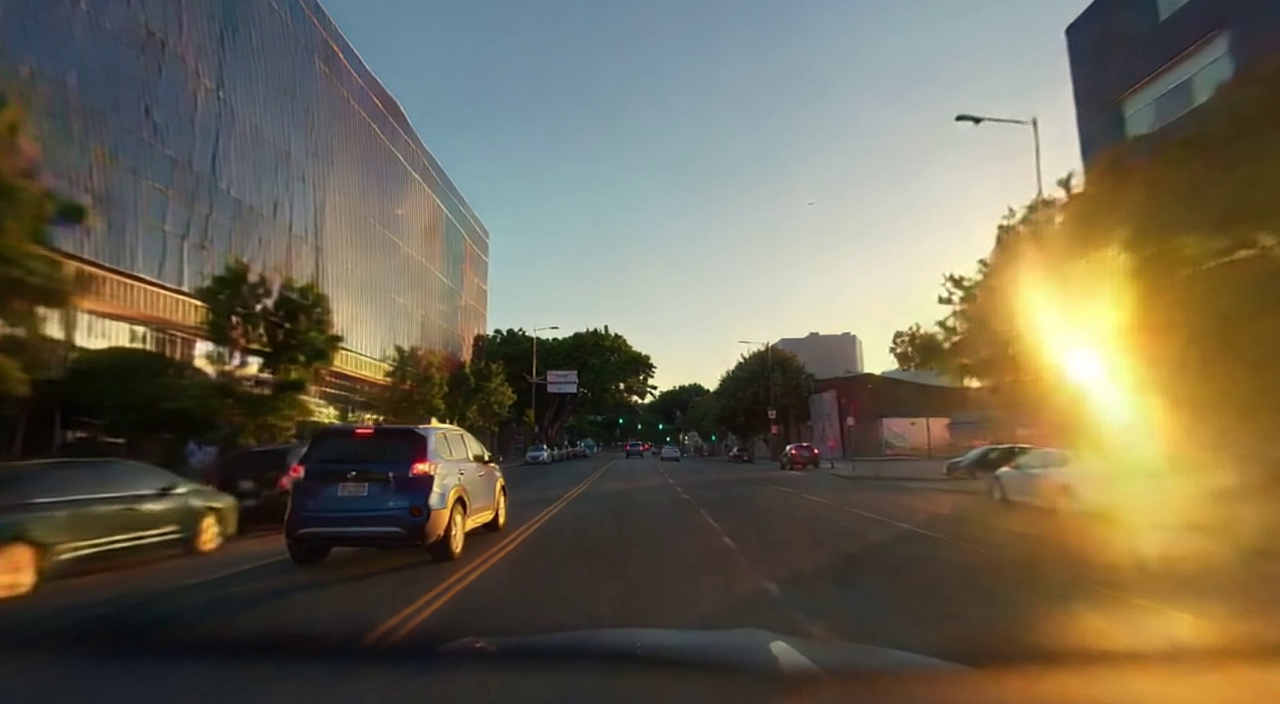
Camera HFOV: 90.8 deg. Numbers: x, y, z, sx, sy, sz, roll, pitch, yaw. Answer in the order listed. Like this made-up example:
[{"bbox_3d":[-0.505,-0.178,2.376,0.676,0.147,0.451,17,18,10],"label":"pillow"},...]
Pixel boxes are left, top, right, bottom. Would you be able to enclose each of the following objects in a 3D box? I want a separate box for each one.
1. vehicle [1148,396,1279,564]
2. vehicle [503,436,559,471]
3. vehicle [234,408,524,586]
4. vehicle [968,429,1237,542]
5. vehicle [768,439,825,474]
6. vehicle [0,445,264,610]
[{"bbox_3d":[9.247,1.486,7.094,2.249,2.117,5.743,0,-8,0],"label":"vehicle"},{"bbox_3d":[-6.737,6.356,39.661,2.290,2.012,5.654,-1,-8,2],"label":"vehicle"},{"bbox_3d":[-3.022,1.769,8.574,2.002,1.756,4.366,-1,-8,1],"label":"vehicle"},{"bbox_3d":[9.000,2.581,12.984,2.005,1.726,4.658,5,-8,-1],"label":"vehicle"},{"bbox_3d":[9.290,6.227,37.977,2.129,1.929,5.537,0,-8,1],"label":"vehicle"},{"bbox_3d":[-6.929,1.936,7.493,1.984,1.508,4.788,-4,-8,1],"label":"vehicle"}]
